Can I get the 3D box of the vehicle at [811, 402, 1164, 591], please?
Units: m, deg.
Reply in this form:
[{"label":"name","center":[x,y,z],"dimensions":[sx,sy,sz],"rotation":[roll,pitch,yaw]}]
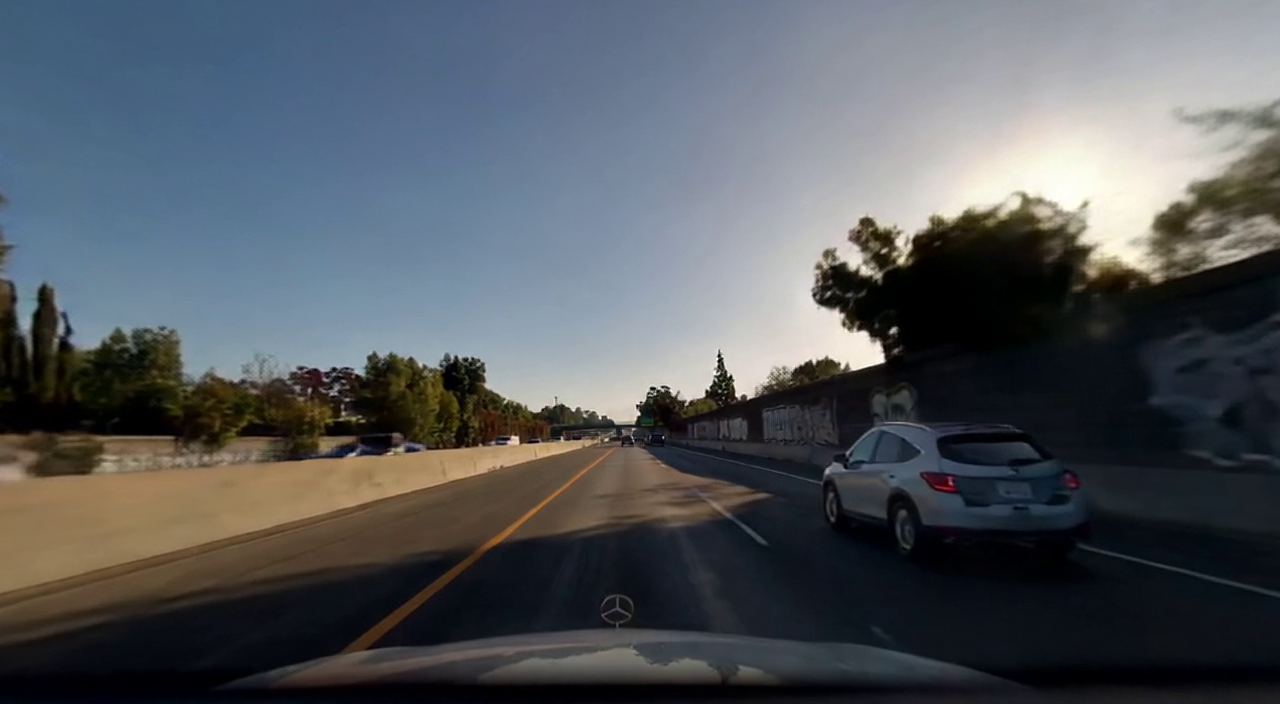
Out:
[{"label":"vehicle","center":[3.412,1.450,7.136],"dimensions":[1.841,1.556,3.618],"rotation":[0,-8,-1]}]
